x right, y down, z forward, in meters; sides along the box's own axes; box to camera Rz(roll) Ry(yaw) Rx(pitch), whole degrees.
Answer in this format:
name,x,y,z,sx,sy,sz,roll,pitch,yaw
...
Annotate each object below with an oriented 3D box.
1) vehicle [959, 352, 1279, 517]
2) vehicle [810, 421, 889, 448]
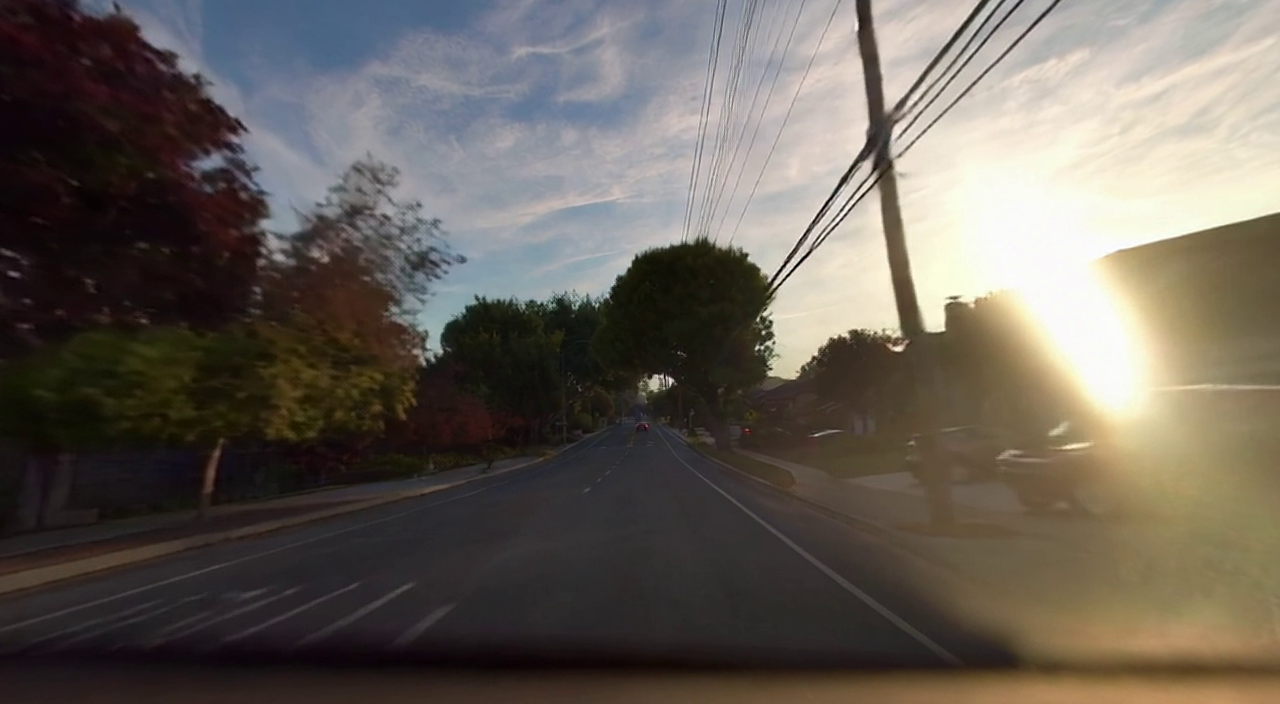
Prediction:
name,x,y,z,sx,sy,sz,roll,pitch,yaw
vehicle,9.234,1.354,10.730,6.133,2.254,2.383,-3,-10,-2
vehicle,15.178,6.008,45.647,5.046,1.548,2.174,-8,-11,25
